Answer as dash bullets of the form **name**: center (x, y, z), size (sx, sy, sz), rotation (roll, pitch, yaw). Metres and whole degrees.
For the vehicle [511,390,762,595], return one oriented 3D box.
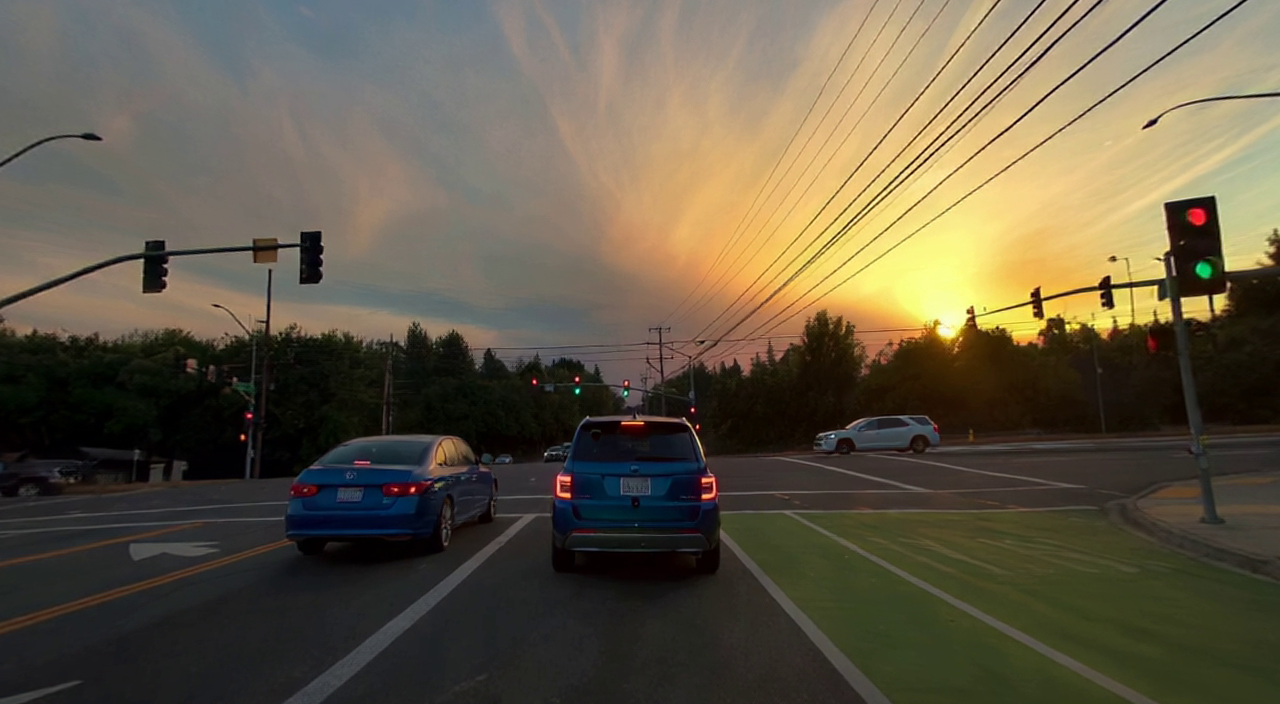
- **vehicle**: center (-0.060, 1.522, 7.615), size (2.182, 1.773, 4.041), rotation (0, -8, -1)

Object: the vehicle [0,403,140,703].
- **vehicle**: center (-3.350, 0.662, 0.449), size (1.928, 1.488, 4.936), rotation (0, -8, 0)

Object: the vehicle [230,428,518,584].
- **vehicle**: center (-2.932, 1.767, 8.007), size (1.969, 1.486, 3.702), rotation (0, -8, 1)

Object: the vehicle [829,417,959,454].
- **vehicle**: center (13.846, 4.605, 34.825), size (6.143, 1.944, 2.229), rotation (-1, -8, 5)
